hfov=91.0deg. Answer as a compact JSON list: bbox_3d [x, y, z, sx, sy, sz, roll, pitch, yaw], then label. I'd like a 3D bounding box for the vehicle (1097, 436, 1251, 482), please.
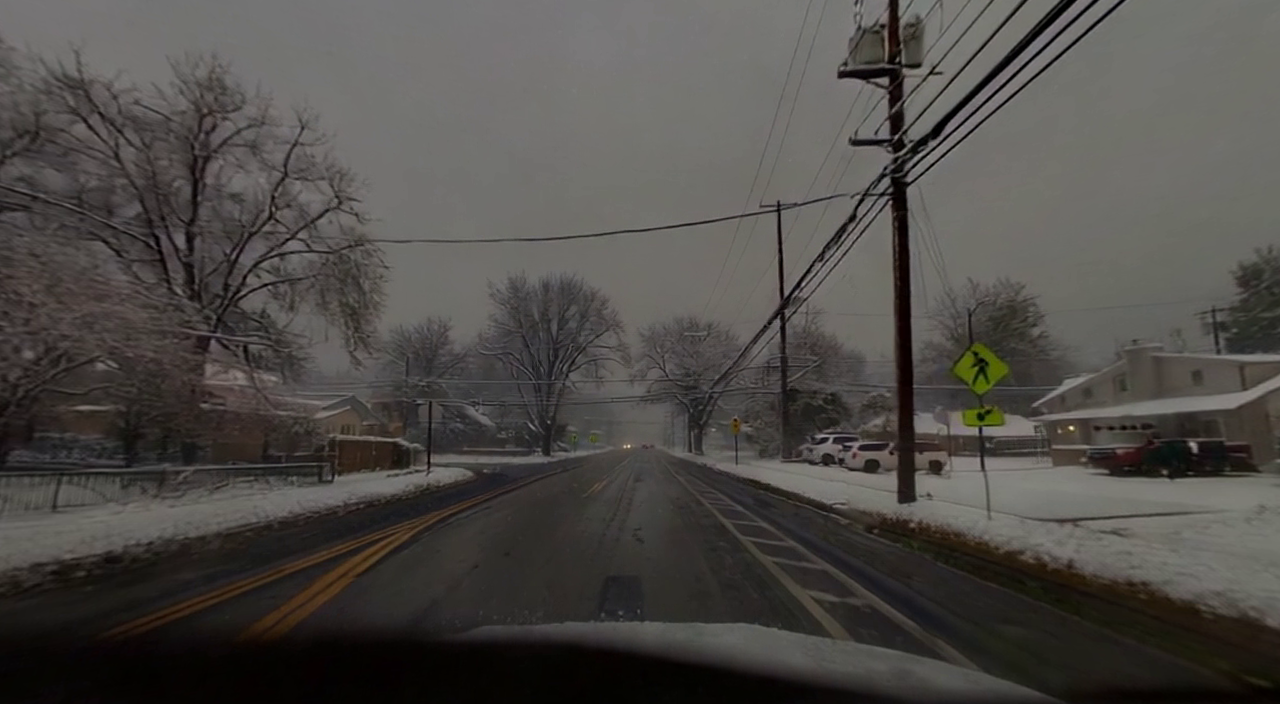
[{"bbox_3d":[21.218,4.232,25.169,3.943,1.664,2.391,0,-8,-1],"label":"vehicle"}]

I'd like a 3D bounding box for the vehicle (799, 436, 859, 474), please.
[{"bbox_3d":[10.483,5.753,35.259,1.912,1.953,4.651,0,-9,0],"label":"vehicle"}]

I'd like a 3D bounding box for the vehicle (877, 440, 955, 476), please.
[{"bbox_3d":[13.742,5.303,31.660,1.935,1.683,4.669,0,-9,3],"label":"vehicle"}]
